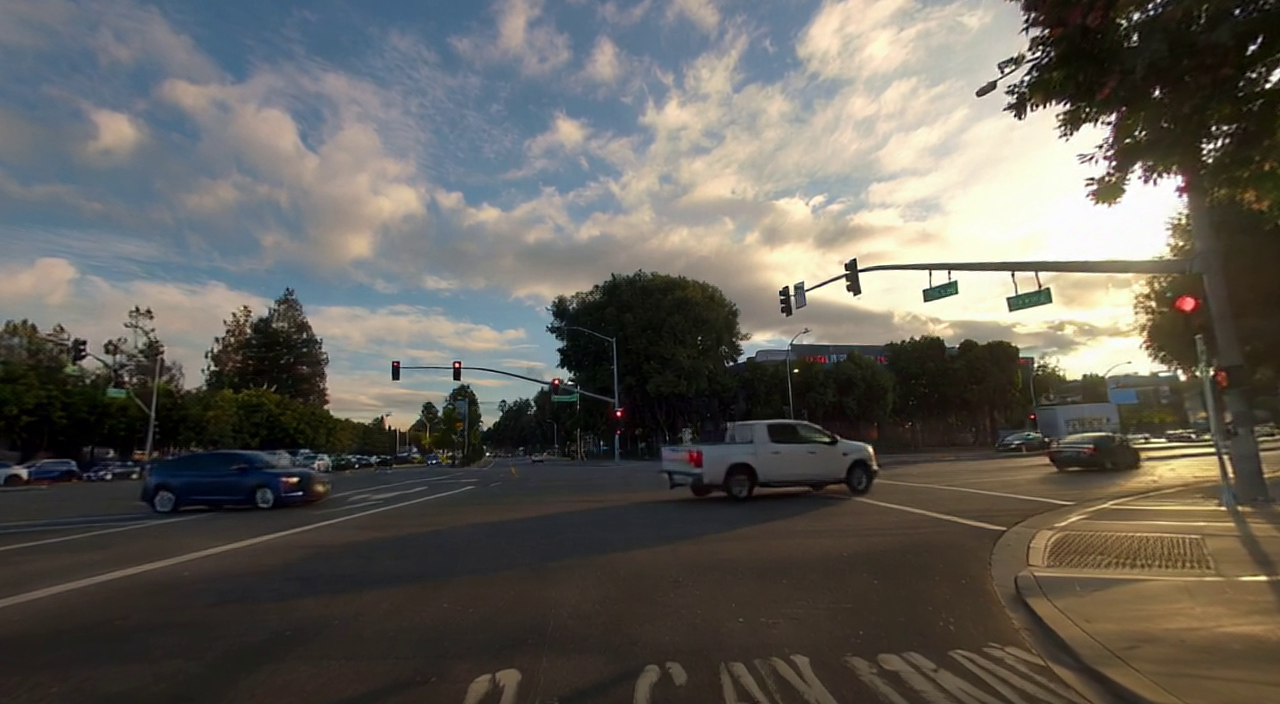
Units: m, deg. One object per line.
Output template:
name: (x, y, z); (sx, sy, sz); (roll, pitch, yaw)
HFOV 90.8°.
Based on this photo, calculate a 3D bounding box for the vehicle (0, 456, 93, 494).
vehicle: (-31.174, 6.292, 32.600); (2.142, 1.723, 4.692); (1, -9, -9)

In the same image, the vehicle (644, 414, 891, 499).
vehicle: (3.272, 2.702, 16.600); (5.896, 1.937, 2.358); (2, -9, -17)

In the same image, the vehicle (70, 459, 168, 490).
vehicle: (-28.377, 6.656, 34.633); (1.965, 1.448, 4.553); (1, -9, -9)

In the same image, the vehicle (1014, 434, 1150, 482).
vehicle: (15.092, 3.568, 21.503); (4.728, 1.471, 1.957); (5, -10, -31)

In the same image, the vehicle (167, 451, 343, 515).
vehicle: (-10.357, 3.400, 16.930); (4.702, 1.468, 1.999); (-6, -10, 31)
